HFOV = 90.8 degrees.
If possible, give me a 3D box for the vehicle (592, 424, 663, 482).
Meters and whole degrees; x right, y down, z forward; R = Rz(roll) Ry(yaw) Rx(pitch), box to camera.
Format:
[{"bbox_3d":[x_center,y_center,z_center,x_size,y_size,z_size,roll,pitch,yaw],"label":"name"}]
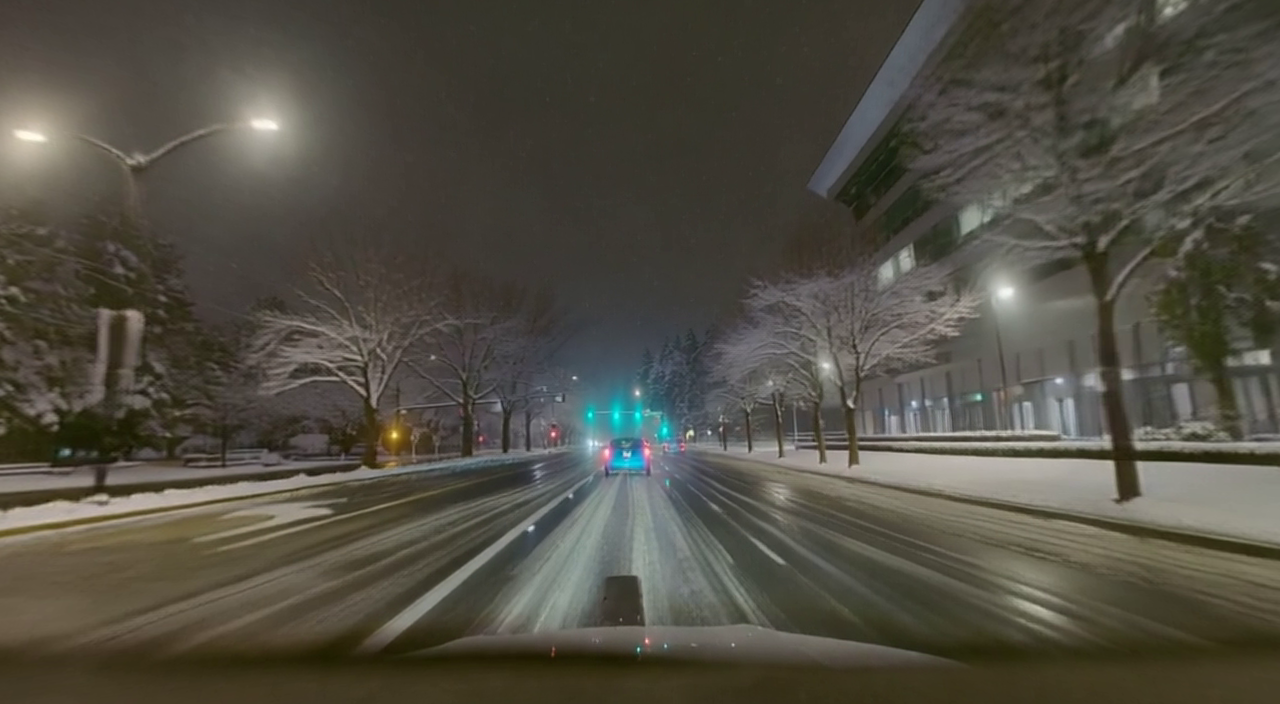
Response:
[{"bbox_3d":[-0.438,3.624,22.840,2.313,1.860,4.319,0,-9,-1],"label":"vehicle"}]
